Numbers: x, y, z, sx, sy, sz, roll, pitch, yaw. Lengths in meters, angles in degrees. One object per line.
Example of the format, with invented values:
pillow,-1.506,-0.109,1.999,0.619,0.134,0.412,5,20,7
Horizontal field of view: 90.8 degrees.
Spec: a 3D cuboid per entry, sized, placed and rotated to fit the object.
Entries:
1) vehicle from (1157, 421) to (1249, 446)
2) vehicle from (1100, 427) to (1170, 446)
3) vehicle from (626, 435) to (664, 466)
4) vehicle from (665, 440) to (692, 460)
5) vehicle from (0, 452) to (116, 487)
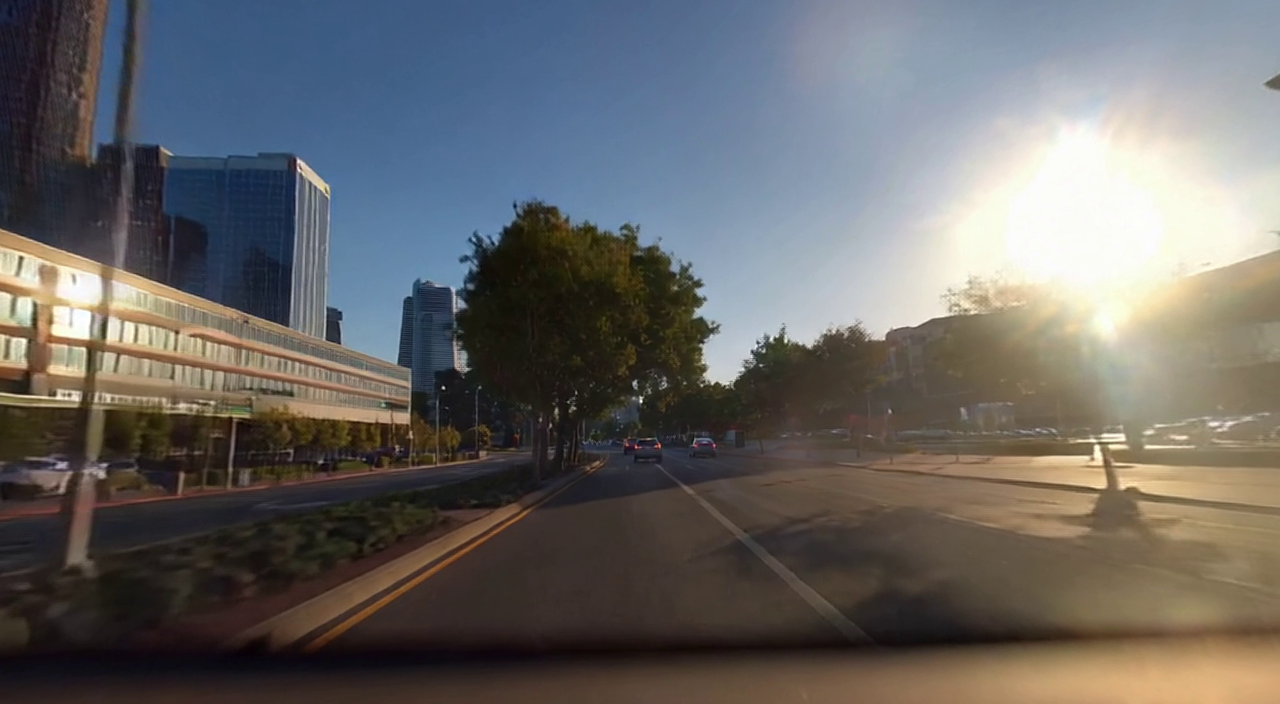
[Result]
vehicle,38.714,5.662,43.629,1.915,1.653,4.732,0,-8,-1
vehicle,39.038,6.644,49.979,1.853,1.422,4.585,0,-7,0
vehicle,0.266,5.677,36.549,2.100,1.683,4.231,0,-8,0
vehicle,2.846,7.366,47.486,1.685,1.441,3.795,0,-8,-1
vehicle,-30.271,6.052,32.627,4.621,1.670,1.895,0,-8,-1
